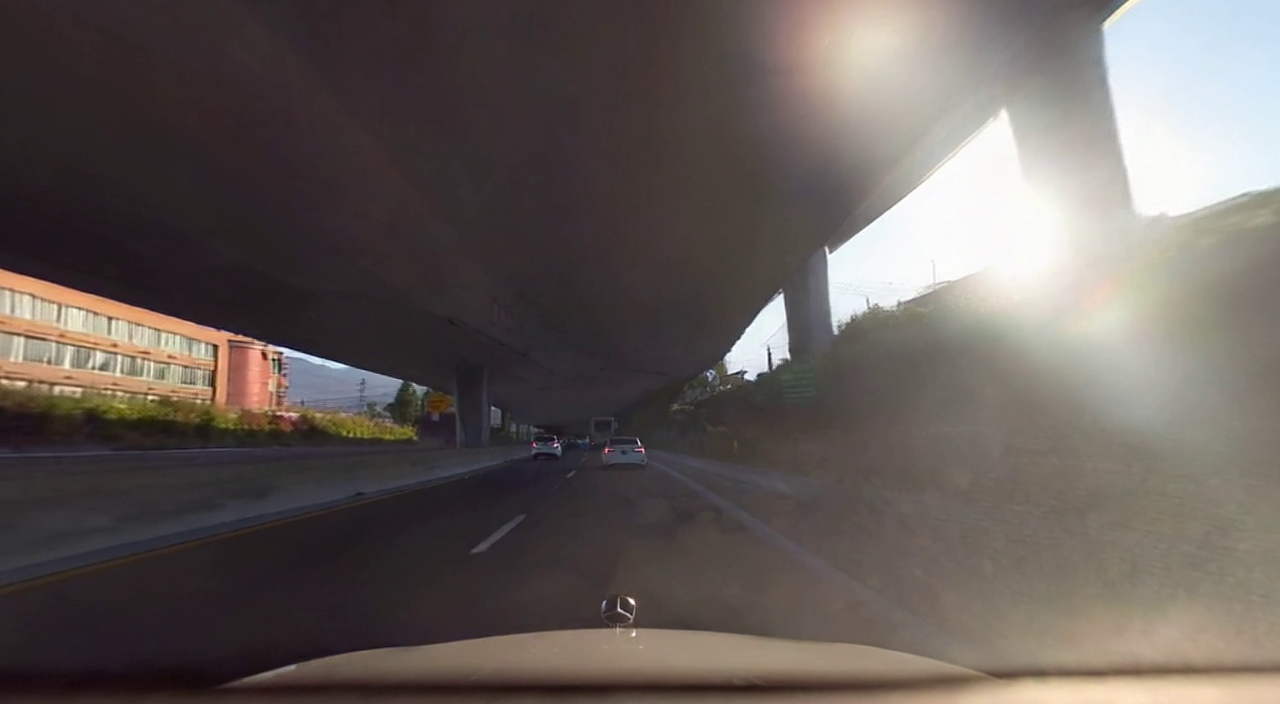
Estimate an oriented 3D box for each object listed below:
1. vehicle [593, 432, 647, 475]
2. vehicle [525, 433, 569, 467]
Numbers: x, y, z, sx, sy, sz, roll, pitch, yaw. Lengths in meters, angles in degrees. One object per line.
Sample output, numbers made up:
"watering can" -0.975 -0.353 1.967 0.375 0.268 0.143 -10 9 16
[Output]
"vehicle" -0.897 4.237 26.466 2.078 1.608 3.982 0 -8 -3
"vehicle" -5.209 5.551 35.804 2.080 1.733 4.410 0 -8 -3
